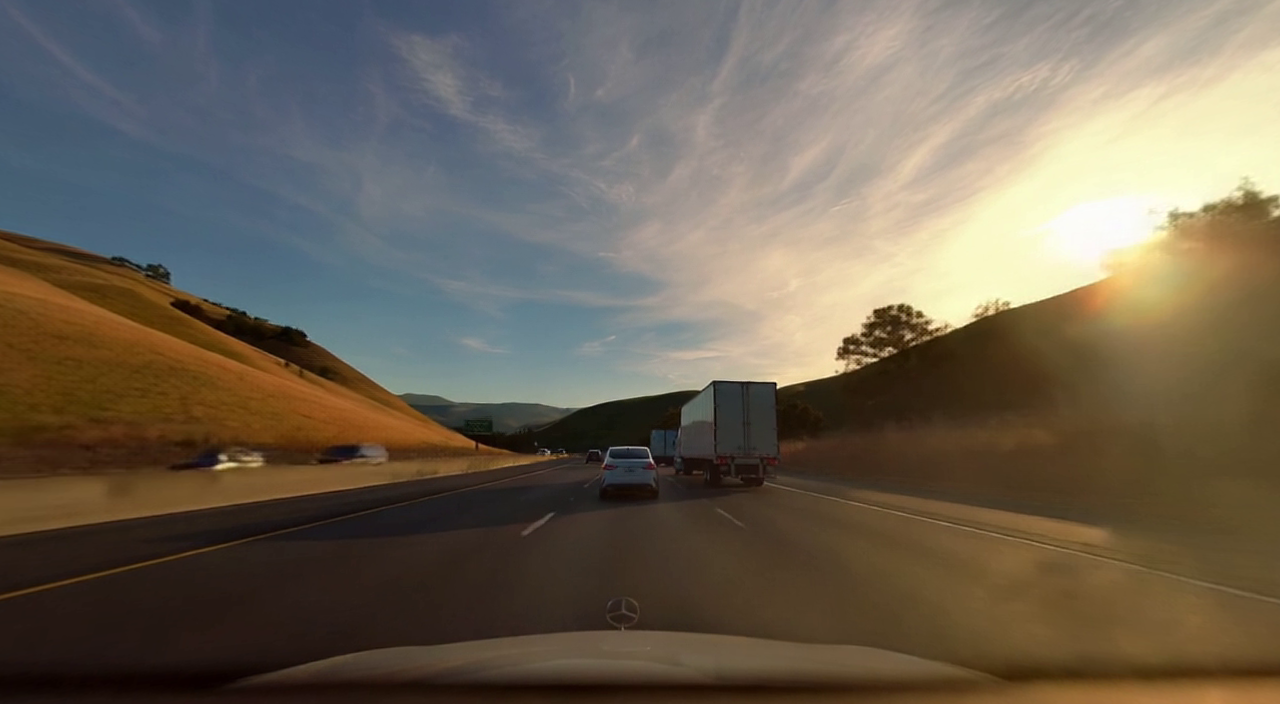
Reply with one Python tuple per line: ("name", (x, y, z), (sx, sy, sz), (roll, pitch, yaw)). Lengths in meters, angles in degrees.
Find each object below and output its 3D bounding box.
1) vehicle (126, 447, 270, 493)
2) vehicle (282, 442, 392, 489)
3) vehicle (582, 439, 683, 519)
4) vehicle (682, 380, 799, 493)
("vehicle", (-15.745, 4.205, 22.846), (2.005, 1.495, 4.508), (0, -9, -1))
("vehicle", (-11.374, 4.289, 24.083), (2.089, 1.615, 4.363), (0, -9, -1))
("vehicle", (-0.173, 2.967, 15.181), (2.109, 1.639, 3.768), (0, -9, -1))
("vehicle", (4.052, 4.097, 29.640), (2.812, 4.024, 14.098), (0, -9, -1))
